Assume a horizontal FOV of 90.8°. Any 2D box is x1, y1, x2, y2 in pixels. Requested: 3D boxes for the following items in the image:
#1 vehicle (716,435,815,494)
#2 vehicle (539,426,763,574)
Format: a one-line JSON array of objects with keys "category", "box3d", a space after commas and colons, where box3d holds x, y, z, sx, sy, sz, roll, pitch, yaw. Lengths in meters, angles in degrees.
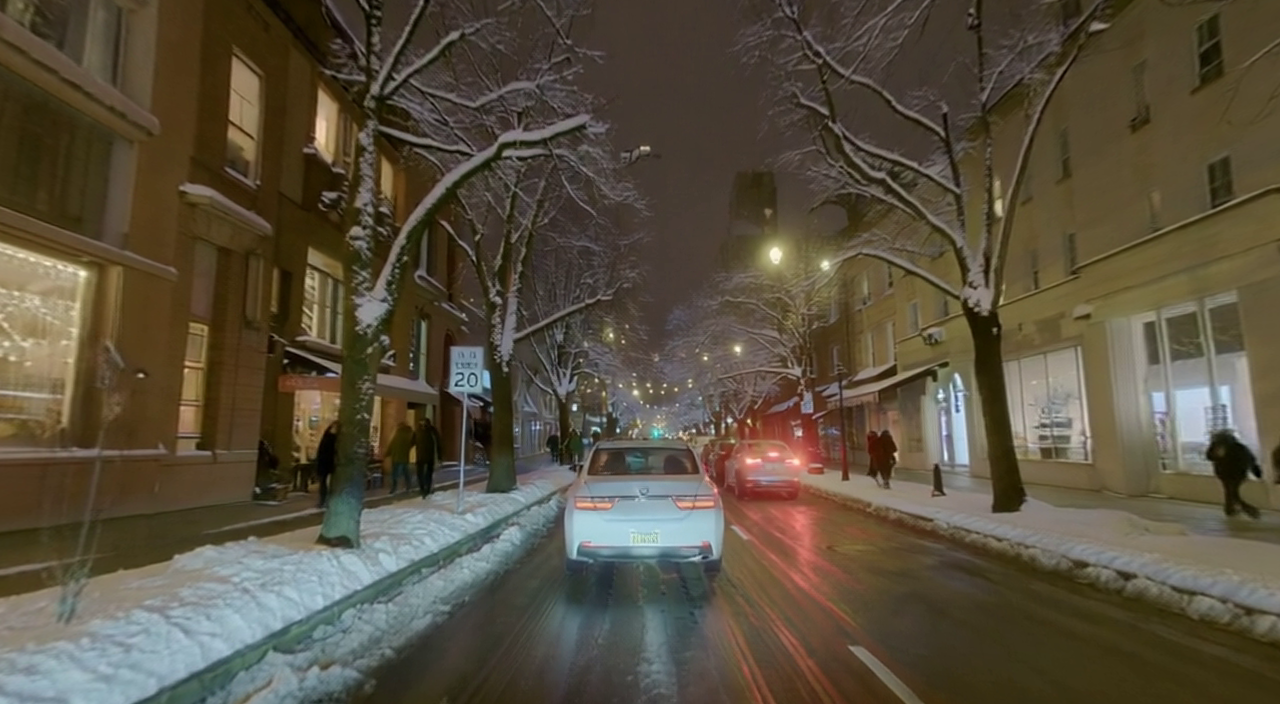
[{"category": "vehicle", "box3d": [3.600, 3.323, 19.009, 2.025, 1.523, 4.426, 0, -9, -1]}, {"category": "vehicle", "box3d": [0.084, 1.809, 8.515, 2.261, 1.474, 4.130, 0, -9, -1]}]
